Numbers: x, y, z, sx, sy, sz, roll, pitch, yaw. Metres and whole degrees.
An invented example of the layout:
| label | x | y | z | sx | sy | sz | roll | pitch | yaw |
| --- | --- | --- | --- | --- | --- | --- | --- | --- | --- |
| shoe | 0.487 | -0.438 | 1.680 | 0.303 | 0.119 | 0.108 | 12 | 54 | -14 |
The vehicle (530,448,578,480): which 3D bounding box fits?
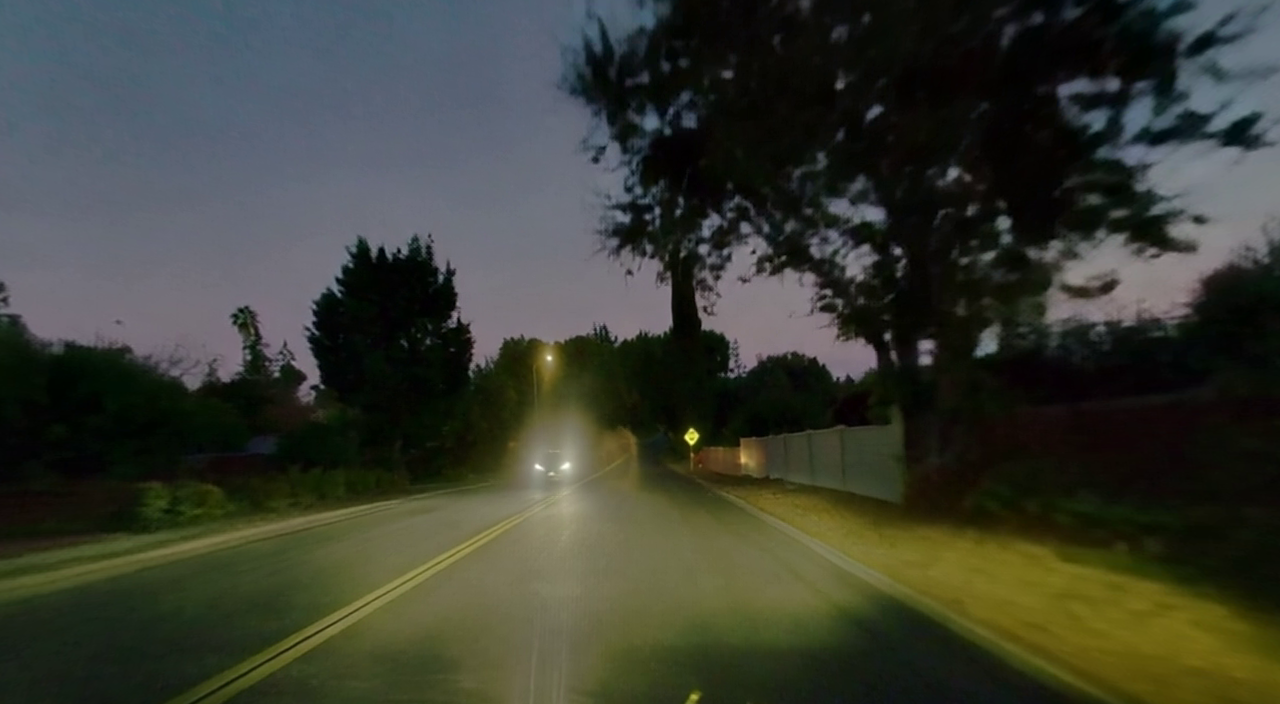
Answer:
| label | x | y | z | sx | sy | sz | roll | pitch | yaw |
| --- | --- | --- | --- | --- | --- | --- | --- | --- | --- |
| vehicle | -4.844 | 6.386 | 36.354 | 2.087 | 1.693 | 4.343 | 0 | -8 | 1 |
